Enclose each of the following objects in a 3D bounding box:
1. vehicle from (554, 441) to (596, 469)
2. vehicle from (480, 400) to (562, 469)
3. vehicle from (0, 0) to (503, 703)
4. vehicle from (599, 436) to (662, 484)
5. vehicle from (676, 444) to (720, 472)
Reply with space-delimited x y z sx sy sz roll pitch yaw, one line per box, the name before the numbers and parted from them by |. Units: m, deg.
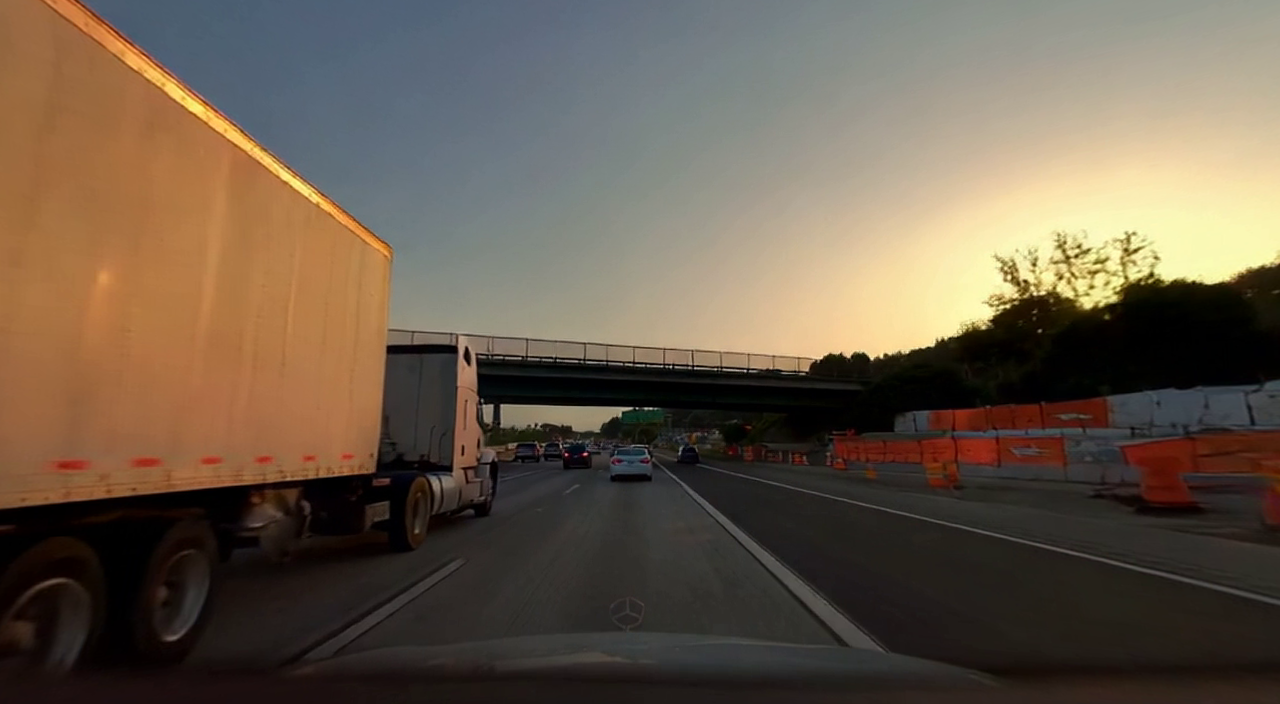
vehicle | -4.018 6.460 39.662 2.124 1.639 4.344 0 -8 1
vehicle | -7.328 5.430 40.847 2.959 3.886 10.574 0 -8 2
vehicle | -3.746 0.389 4.395 3.075 3.276 11.073 0 -8 0
vehicle | -0.366 4.198 24.872 2.270 1.696 4.061 0 -8 0
vehicle | 3.213 5.944 35.585 2.003 1.465 4.092 0 -8 -1
